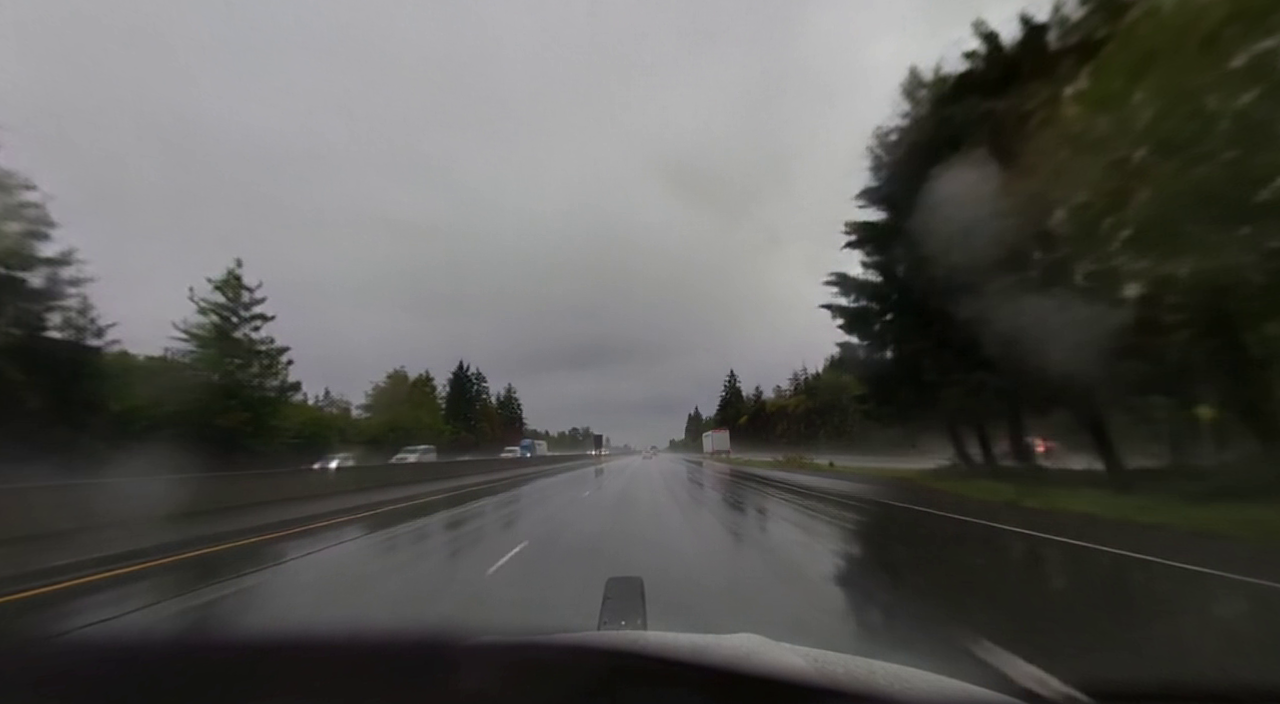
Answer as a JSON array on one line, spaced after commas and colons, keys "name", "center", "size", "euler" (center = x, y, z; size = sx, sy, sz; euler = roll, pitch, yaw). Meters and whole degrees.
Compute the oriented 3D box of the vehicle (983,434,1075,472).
[{"name": "vehicle", "center": [20.083, 5.225, 32.743], "size": [2.038, 1.823, 3.744], "euler": [1, -9, -8]}]
